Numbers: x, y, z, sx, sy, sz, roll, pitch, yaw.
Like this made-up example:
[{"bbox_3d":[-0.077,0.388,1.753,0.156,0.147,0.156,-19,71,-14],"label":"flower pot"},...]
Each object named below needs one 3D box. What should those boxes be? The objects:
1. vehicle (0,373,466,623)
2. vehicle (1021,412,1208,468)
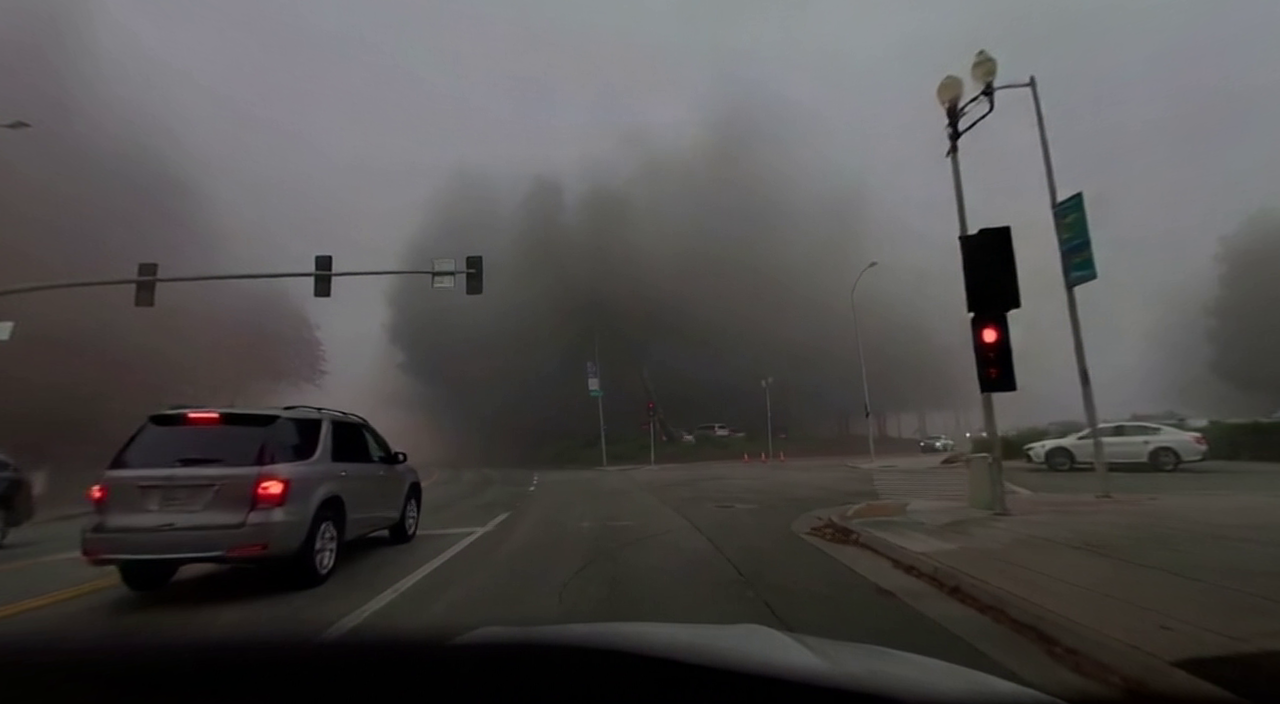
[{"bbox_3d":[-3.734,1.429,7.164,2.134,1.799,5.082,0,-9,-1],"label":"vehicle"},{"bbox_3d":[16.745,3.192,22.692,4.857,1.803,2.147,-4,-10,23],"label":"vehicle"}]
